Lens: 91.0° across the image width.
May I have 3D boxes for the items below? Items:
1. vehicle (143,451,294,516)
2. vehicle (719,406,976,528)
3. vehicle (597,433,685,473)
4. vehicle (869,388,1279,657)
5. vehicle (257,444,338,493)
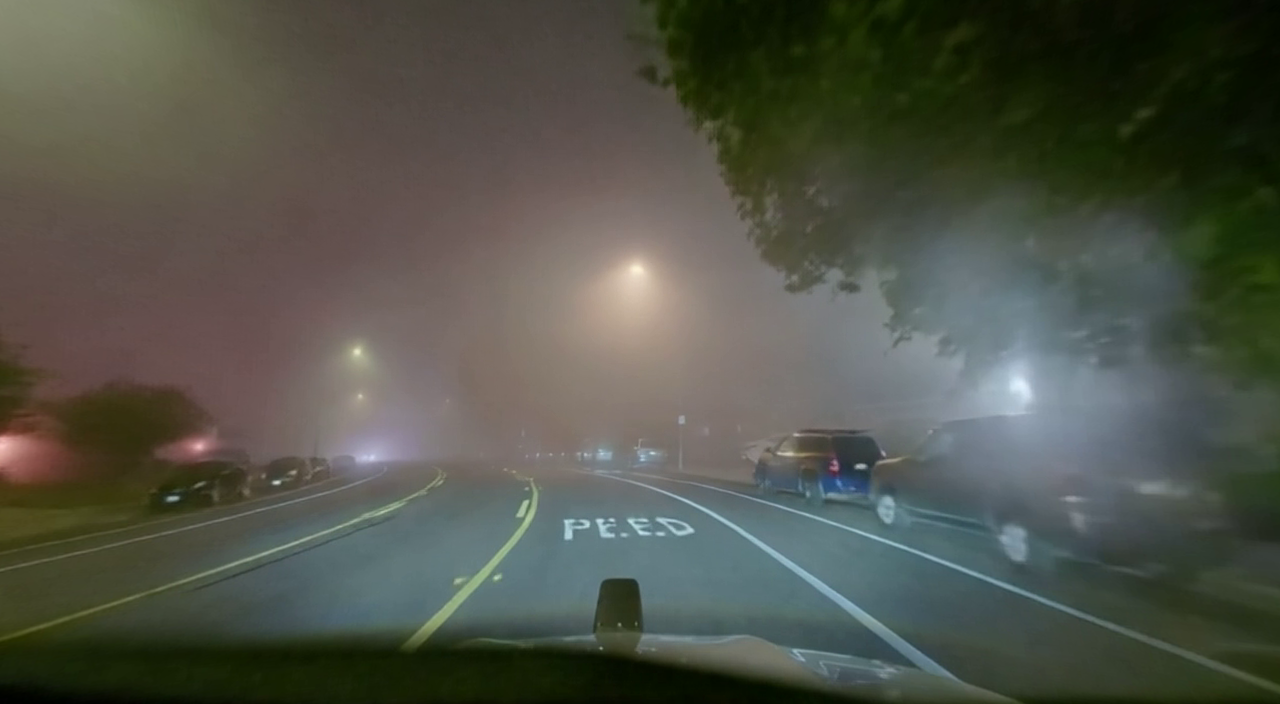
[{"bbox_3d":[-13.175,4.056,20.089,2.292,1.499,4.661,-4,-7,-11],"label":"vehicle"},{"bbox_3d":[3.931,2.396,13.880,2.402,1.889,6.910,4,-9,-9],"label":"vehicle"},{"bbox_3d":[-0.165,5.200,32.535,2.723,1.785,7.174,3,-9,-15],"label":"vehicle"},{"bbox_3d":[4.910,1.526,6.897,1.954,1.732,6.409,2,-8,-5],"label":"vehicle"},{"bbox_3d":[-15.557,5.254,28.879,1.992,1.677,4.499,-5,-6,-13],"label":"vehicle"}]
